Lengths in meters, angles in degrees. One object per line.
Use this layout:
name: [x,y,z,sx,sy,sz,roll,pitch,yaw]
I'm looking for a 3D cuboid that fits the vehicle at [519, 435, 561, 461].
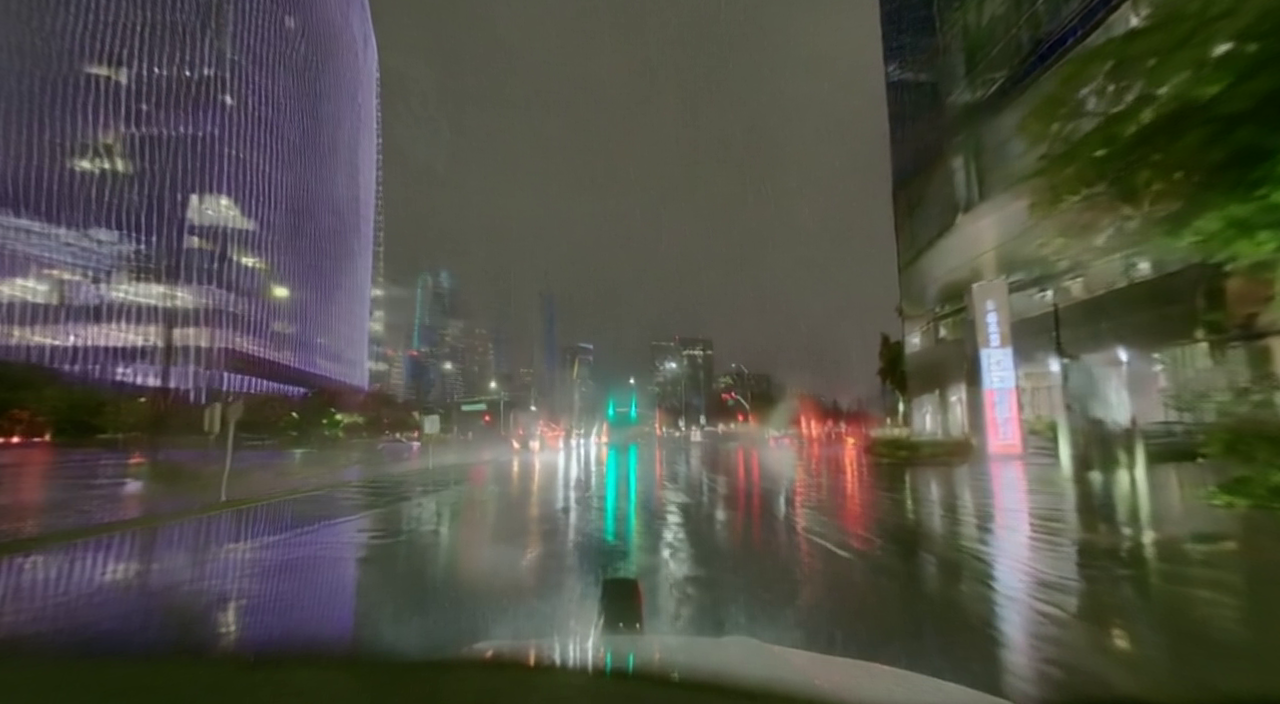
vehicle: [-7.410,7.235,47.260,2.204,1.844,4.766,0,-9,2]
